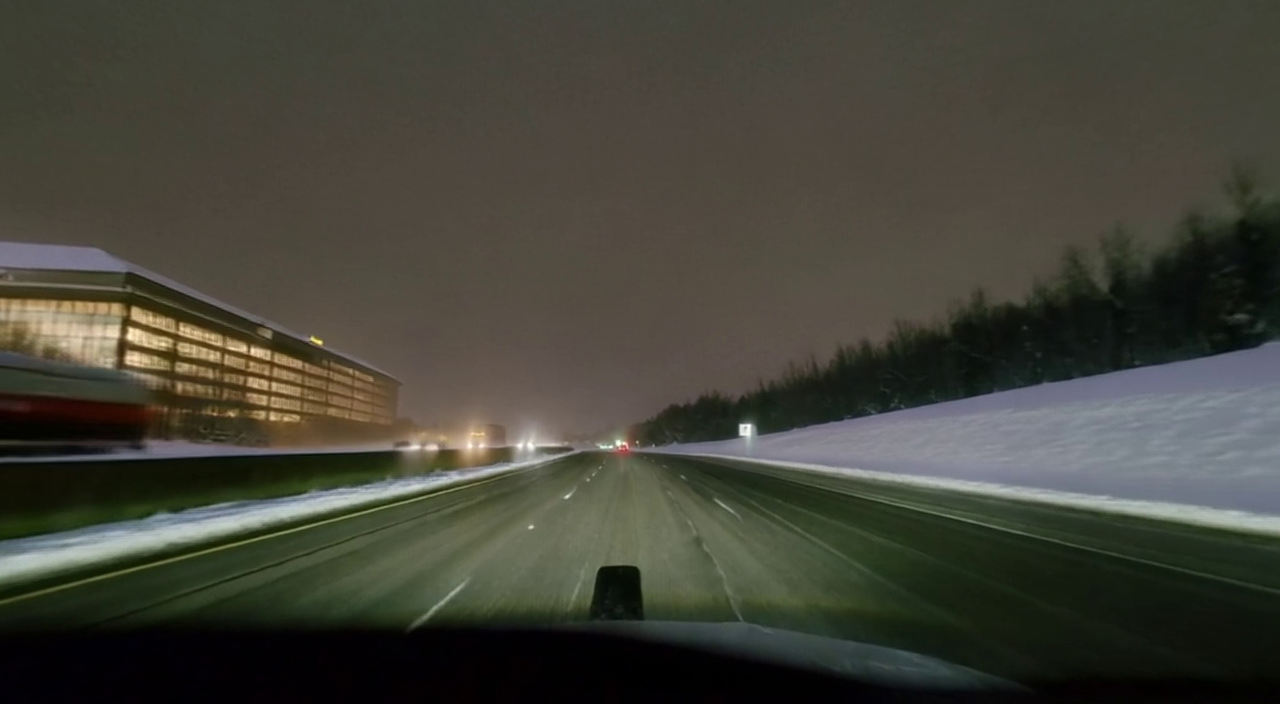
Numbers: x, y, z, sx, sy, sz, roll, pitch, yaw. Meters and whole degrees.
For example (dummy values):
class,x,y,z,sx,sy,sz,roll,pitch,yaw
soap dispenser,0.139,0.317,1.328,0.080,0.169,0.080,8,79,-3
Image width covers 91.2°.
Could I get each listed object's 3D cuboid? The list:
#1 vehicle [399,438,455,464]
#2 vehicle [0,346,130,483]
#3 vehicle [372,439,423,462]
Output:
class,x,y,z,sx,sy,sz,roll,pitch,yaw
vehicle,-13.161,6.164,39.059,1.918,1.509,4.621,0,-9,-1
vehicle,-20.718,1.523,16.520,2.948,4.084,14.022,0,-9,-1
vehicle,-17.552,7.163,45.538,1.933,1.510,4.591,0,-9,-1
